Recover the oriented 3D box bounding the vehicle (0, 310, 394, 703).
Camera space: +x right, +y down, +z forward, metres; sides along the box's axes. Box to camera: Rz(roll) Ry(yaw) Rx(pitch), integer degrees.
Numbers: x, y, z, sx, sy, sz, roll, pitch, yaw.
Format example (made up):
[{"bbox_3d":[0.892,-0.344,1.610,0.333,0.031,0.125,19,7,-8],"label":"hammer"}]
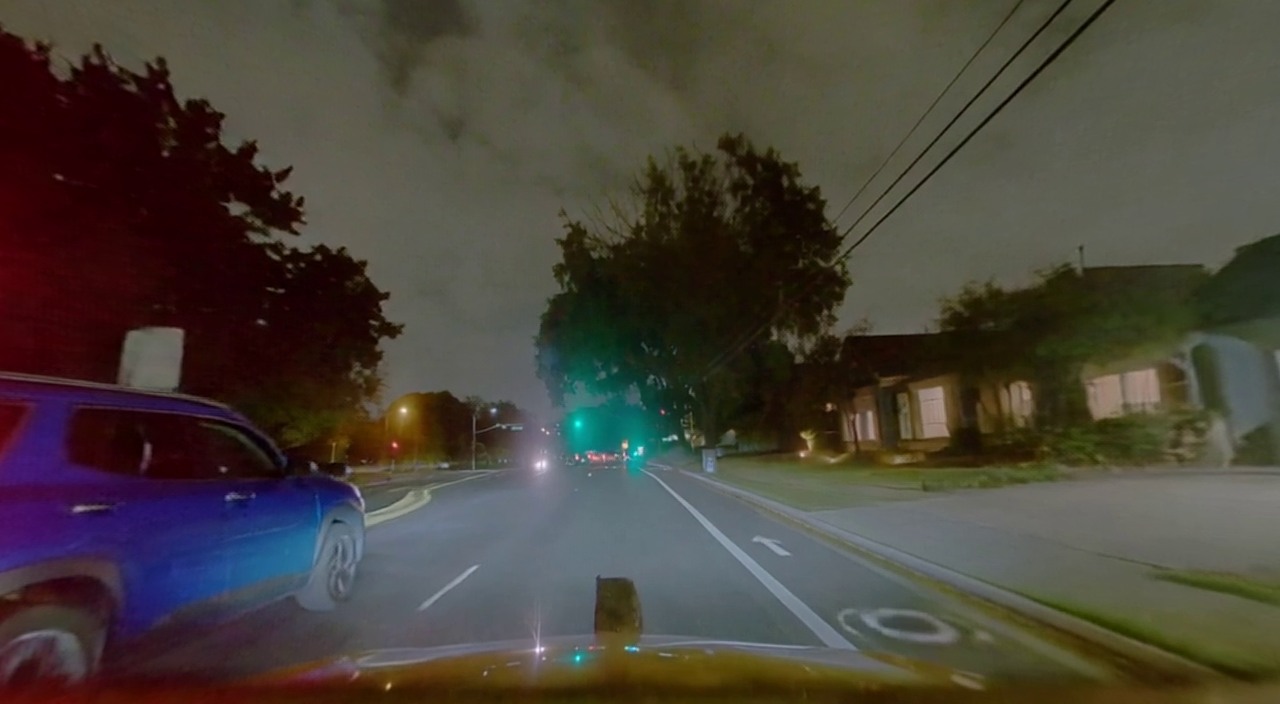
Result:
[{"bbox_3d":[-3.670,0.967,3.495,2.276,1.960,5.561,0,-8,1],"label":"vehicle"}]
